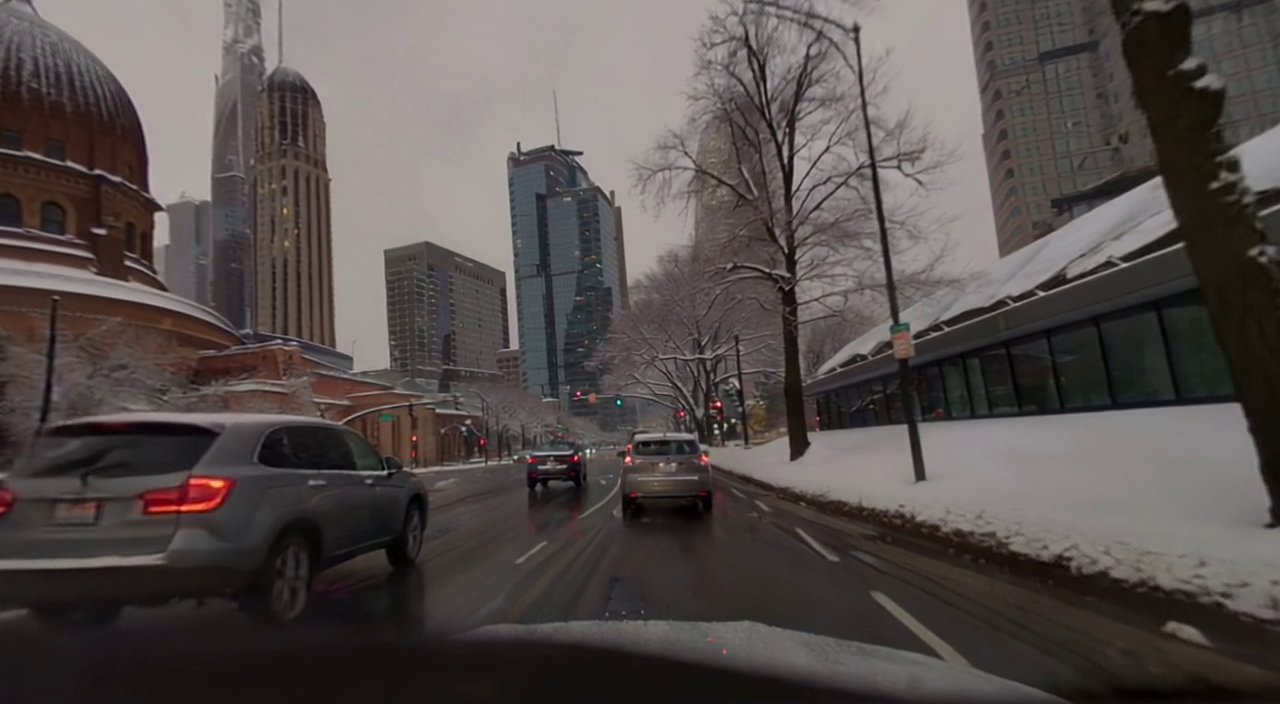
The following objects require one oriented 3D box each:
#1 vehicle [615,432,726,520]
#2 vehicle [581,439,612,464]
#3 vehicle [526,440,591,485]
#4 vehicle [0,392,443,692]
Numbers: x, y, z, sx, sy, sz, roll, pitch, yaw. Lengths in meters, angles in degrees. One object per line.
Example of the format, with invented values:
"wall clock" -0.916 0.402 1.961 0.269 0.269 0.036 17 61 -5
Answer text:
"vehicle" 0.482 2.444 12.905 1.933 1.504 3.802 0 -9 -1
"vehicle" -3.179 7.354 46.785 1.969 1.764 4.160 0 -9 0
"vehicle" -3.009 4.166 24.074 1.961 1.517 4.202 0 -9 -1
"vehicle" -3.238 1.326 5.404 1.848 1.641 3.686 0 -9 1
